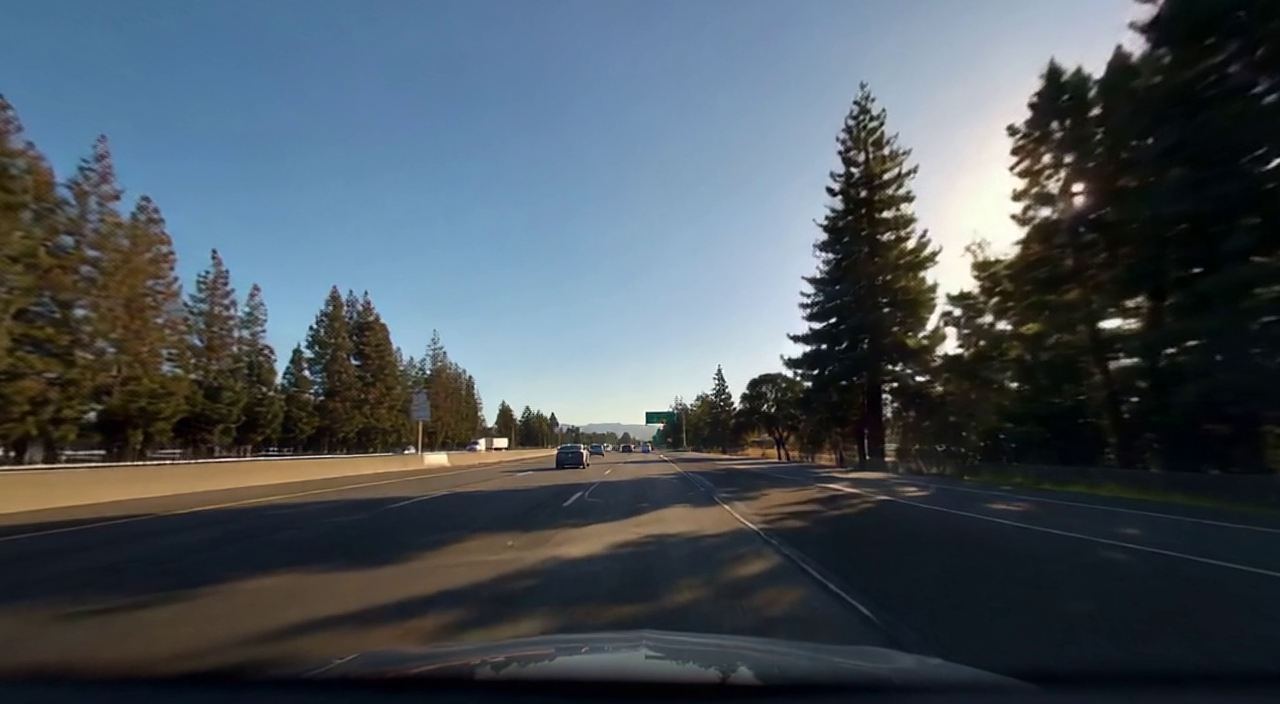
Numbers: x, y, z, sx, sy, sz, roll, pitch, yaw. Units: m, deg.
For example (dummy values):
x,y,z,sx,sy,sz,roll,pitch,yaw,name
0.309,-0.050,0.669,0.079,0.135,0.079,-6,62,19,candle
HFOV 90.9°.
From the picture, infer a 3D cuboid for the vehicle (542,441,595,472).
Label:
x,y,z,sx,sy,sz,roll,pitch,yaw,name
-3.509,5.200,31.665,2.128,1.450,4.078,0,-8,1,vehicle
